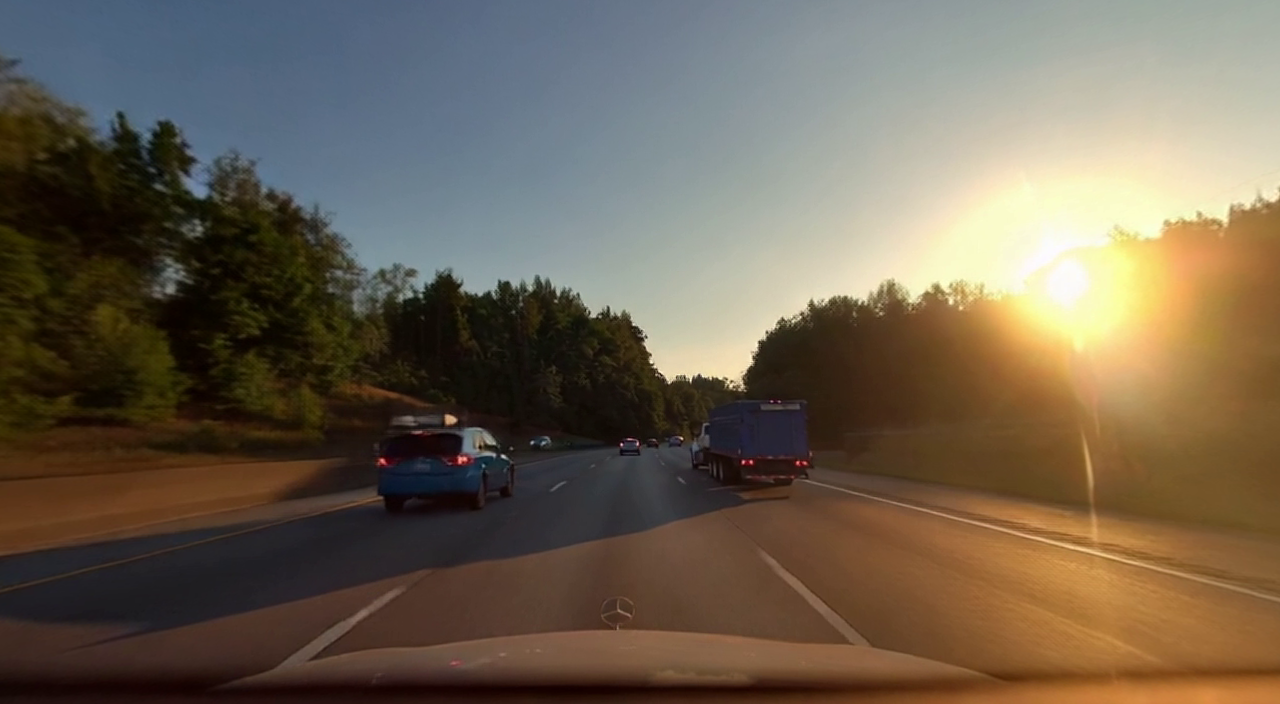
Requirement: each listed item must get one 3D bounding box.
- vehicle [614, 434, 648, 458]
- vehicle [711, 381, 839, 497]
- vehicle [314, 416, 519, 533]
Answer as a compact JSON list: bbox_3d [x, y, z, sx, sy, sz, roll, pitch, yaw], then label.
[{"bbox_3d":[-0.553,6.324,42.724,2.195,1.529,4.572,0,-8,0],"label":"vehicle"},{"bbox_3d":[3.230,2.196,16.070,2.256,2.568,4.049,0,-8,-1],"label":"vehicle"},{"bbox_3d":[-3.459,1.959,10.743,2.008,1.588,4.147,0,-8,-1],"label":"vehicle"}]
